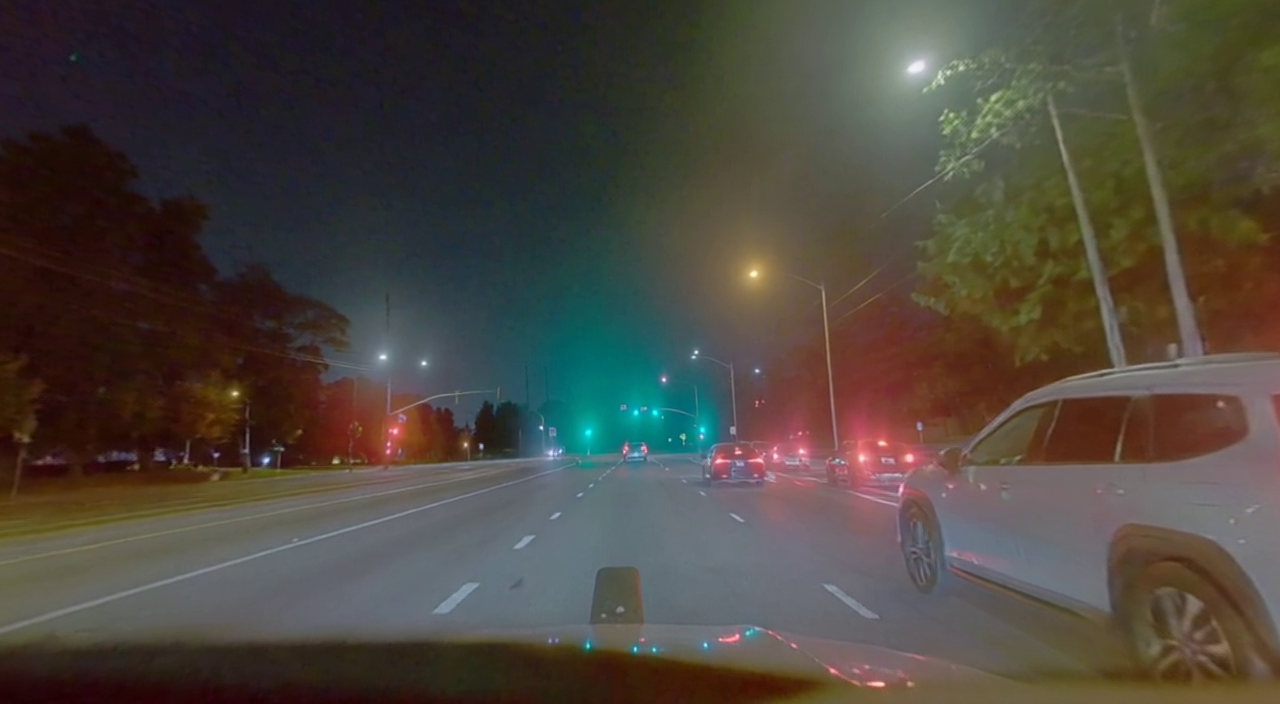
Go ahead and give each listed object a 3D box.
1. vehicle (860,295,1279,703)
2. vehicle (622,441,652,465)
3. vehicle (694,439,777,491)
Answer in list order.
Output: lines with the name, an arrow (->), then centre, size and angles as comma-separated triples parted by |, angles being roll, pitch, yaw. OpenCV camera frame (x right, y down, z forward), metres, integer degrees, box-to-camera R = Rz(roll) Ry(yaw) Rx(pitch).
vehicle -> 3.126, 0.927, 3.481 | 2.129, 1.761, 4.610 | 0, -9, 0
vehicle -> -0.223, 7.664, 47.838 | 2.146, 1.685, 4.003 | 0, -9, -1
vehicle -> 2.912, 3.559, 20.123 | 1.889, 1.451, 4.180 | 0, -9, -1
